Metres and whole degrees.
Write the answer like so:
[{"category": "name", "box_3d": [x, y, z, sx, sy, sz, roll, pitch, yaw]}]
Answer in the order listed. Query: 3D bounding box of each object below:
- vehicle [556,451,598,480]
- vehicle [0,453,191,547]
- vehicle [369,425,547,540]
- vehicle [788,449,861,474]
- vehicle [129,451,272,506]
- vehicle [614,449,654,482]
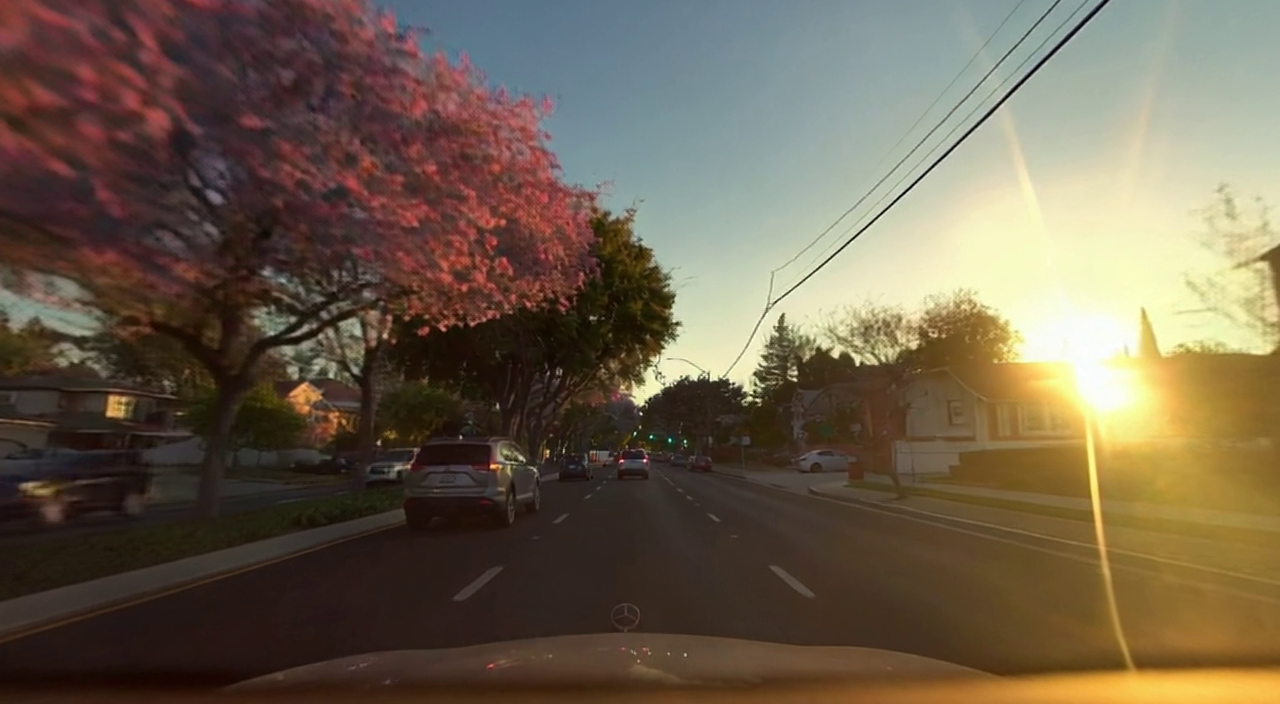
[{"category": "vehicle", "box_3d": [-3.638, 6.643, 37.174, 2.066, 1.565, 3.905, 0, -8, 1]}, {"category": "vehicle", "box_3d": [-11.543, 2.772, 12.418, 1.979, 1.483, 4.671, 0, -9, 0]}, {"category": "vehicle", "box_3d": [-3.461, 2.579, 13.202, 2.161, 1.919, 4.798, 0, -8, 2]}, {"category": "vehicle", "box_3d": [12.627, 7.521, 43.452, 4.482, 1.678, 1.890, -1, -9, 7]}, {"category": "vehicle", "box_3d": [-15.503, 4.435, 22.637, 1.994, 1.686, 4.352, 0, -8, 0]}, {"category": "vehicle", "box_3d": [-0.296, 5.968, 33.484, 1.997, 1.636, 3.760, 0, -8, 0]}]
